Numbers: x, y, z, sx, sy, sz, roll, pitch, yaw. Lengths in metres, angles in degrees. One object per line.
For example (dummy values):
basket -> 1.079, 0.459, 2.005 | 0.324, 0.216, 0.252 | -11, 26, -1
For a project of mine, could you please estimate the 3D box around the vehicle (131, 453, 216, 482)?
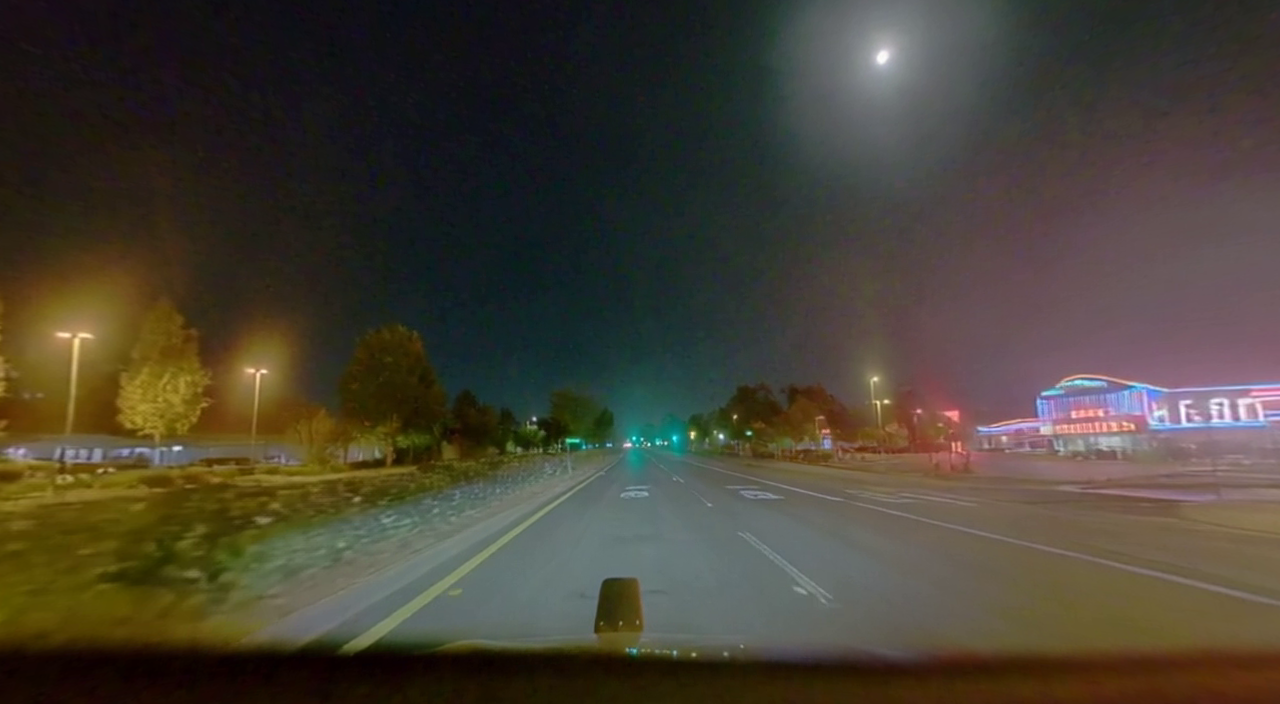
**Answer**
vehicle -> -31.337, 7.752, 42.642 | 1.947, 1.751, 4.926 | 0, -8, 0

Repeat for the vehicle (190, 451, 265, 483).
vehicle -> -28.186, 7.875, 43.379 | 2.019, 1.934, 5.018 | -2, -10, -3

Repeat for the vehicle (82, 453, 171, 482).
vehicle -> -34.559, 7.782, 42.735 | 2.051, 1.757, 4.689 | 0, -9, 0

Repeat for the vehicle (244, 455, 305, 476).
vehicle -> -28.205, 8.747, 48.917 | 1.852, 1.482, 4.823 | 0, -9, 0
